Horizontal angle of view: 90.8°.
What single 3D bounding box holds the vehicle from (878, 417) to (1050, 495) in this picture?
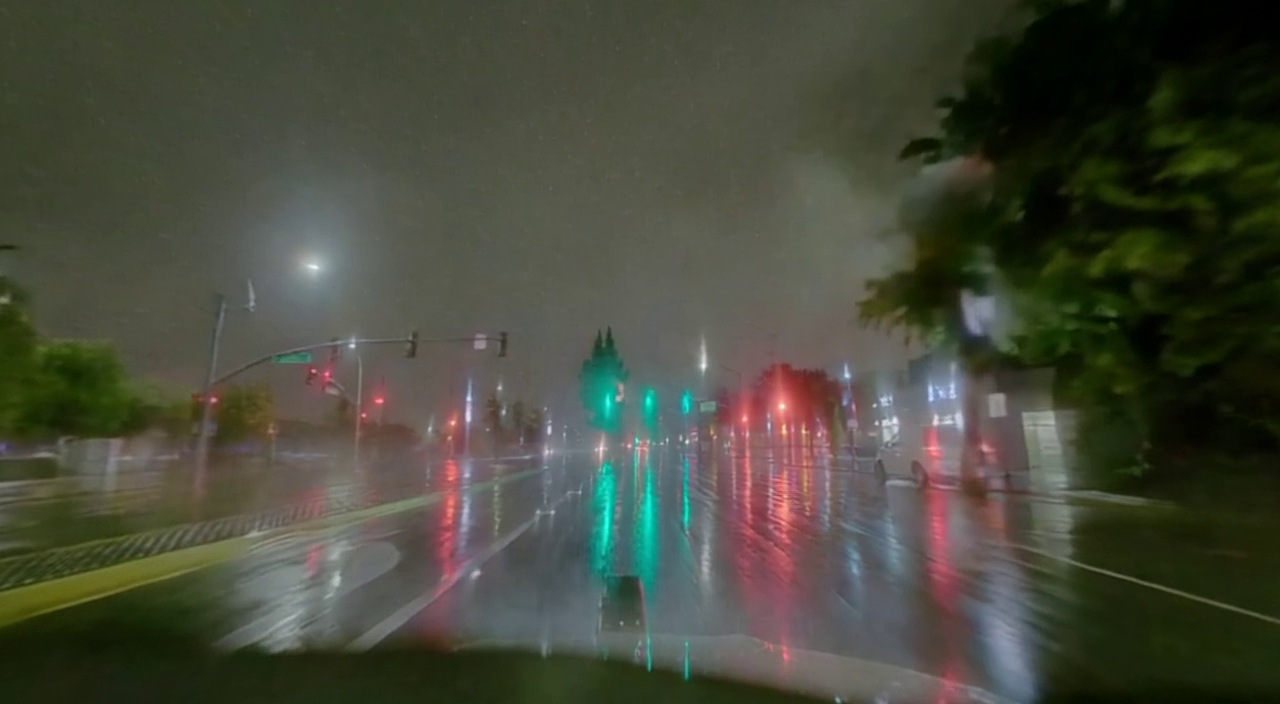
[{"bbox_3d":[9.985,3.279,20.241,2.273,2.103,5.788,0,-8,-2],"label":"vehicle"}]
